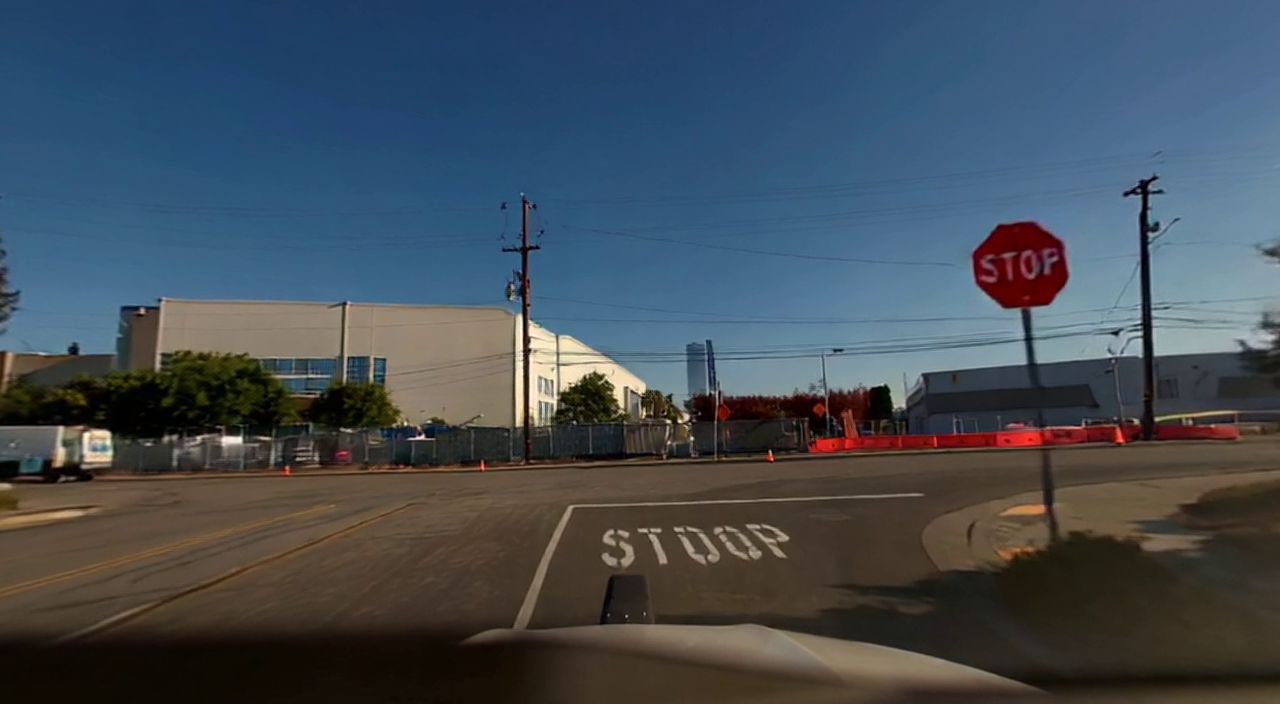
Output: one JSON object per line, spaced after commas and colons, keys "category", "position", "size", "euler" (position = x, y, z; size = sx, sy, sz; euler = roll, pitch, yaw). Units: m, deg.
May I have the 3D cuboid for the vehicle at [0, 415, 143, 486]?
{"category": "vehicle", "position": [-27.789, 4.606, 29.269], "size": [6.847, 2.992, 3.170], "euler": [-2, -9, 5]}
